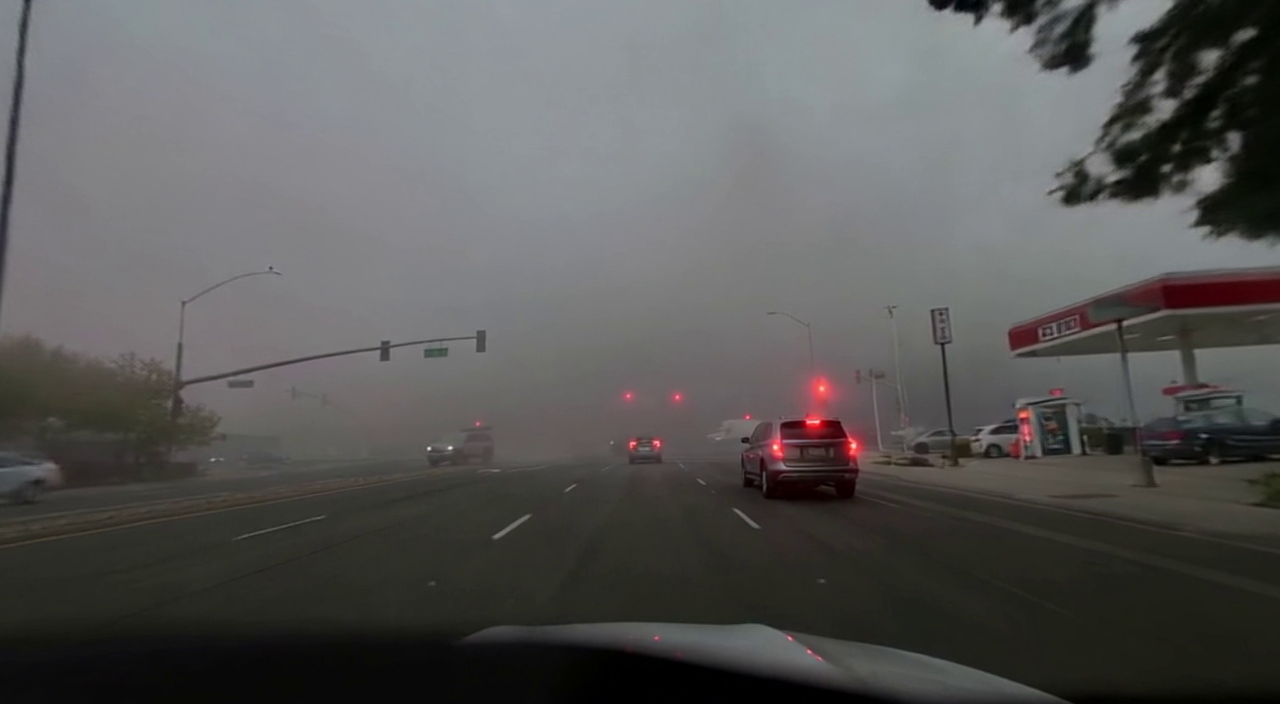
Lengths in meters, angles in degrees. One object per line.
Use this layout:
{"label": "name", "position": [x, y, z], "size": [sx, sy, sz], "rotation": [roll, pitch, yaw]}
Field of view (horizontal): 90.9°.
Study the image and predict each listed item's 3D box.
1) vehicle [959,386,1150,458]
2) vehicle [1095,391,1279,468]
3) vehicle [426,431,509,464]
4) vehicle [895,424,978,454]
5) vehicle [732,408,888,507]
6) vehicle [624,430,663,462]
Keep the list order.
{"label": "vehicle", "position": [16.299, 2.817, 25.079], "size": [5.790, 2.675, 2.554], "rotation": [1, -8, -4]}
{"label": "vehicle", "position": [16.075, 2.134, 17.128], "size": [5.659, 1.947, 2.165], "rotation": [0, -8, 1]}
{"label": "vehicle", "position": [-10.963, 6.131, 40.528], "size": [2.191, 1.984, 5.431], "rotation": [-3, -9, 22]}
{"label": "vehicle", "position": [17.065, 5.021, 36.425], "size": [3.848, 1.674, 1.887], "rotation": [0, -8, 1]}
{"label": "vehicle", "position": [3.407, 2.237, 13.661], "size": [2.083, 1.779, 4.347], "rotation": [0, -8, -1]}
{"label": "vehicle", "position": [0.208, 5.285, 35.411], "size": [2.067, 1.702, 3.987], "rotation": [0, -8, 1]}
